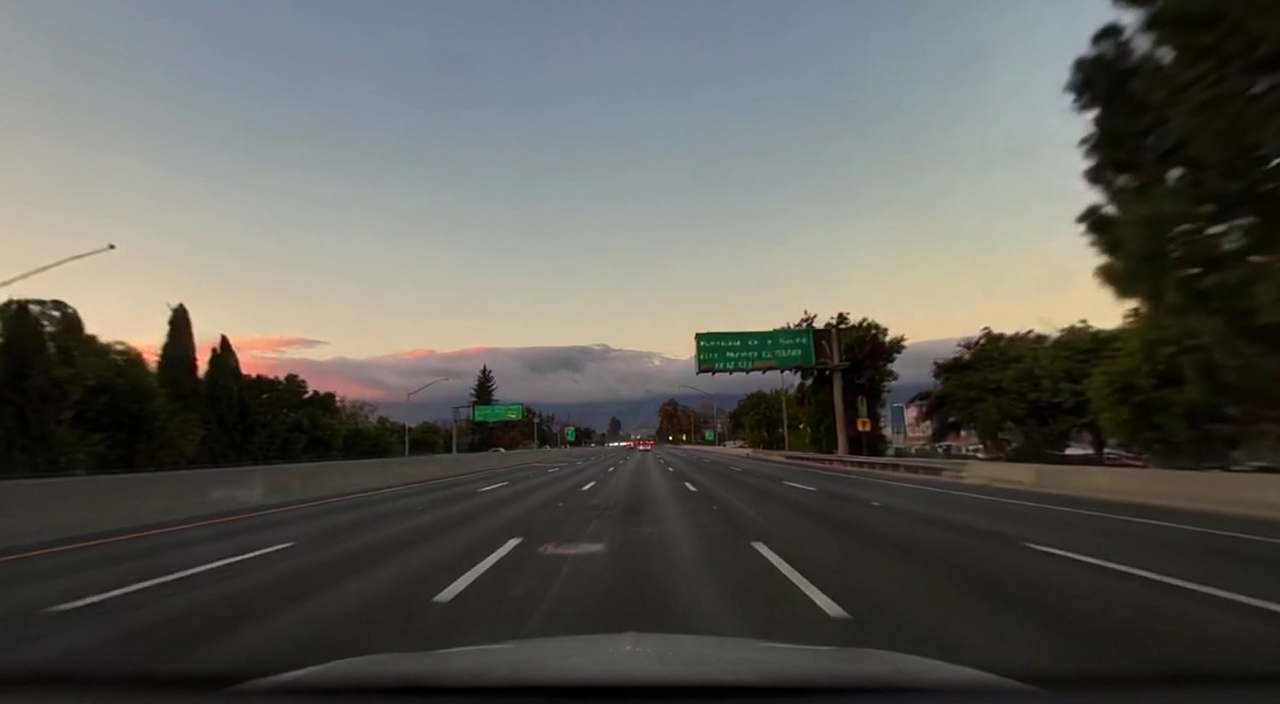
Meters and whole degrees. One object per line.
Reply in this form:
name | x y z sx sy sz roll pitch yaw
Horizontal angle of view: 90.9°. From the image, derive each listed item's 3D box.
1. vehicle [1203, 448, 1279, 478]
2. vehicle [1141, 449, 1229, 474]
vehicle | 42.266 7.630 43.420 4.888 1.742 2.113 -3 -8 0
vehicle | 41.152 8.260 47.713 4.709 1.790 1.939 0 -8 1
